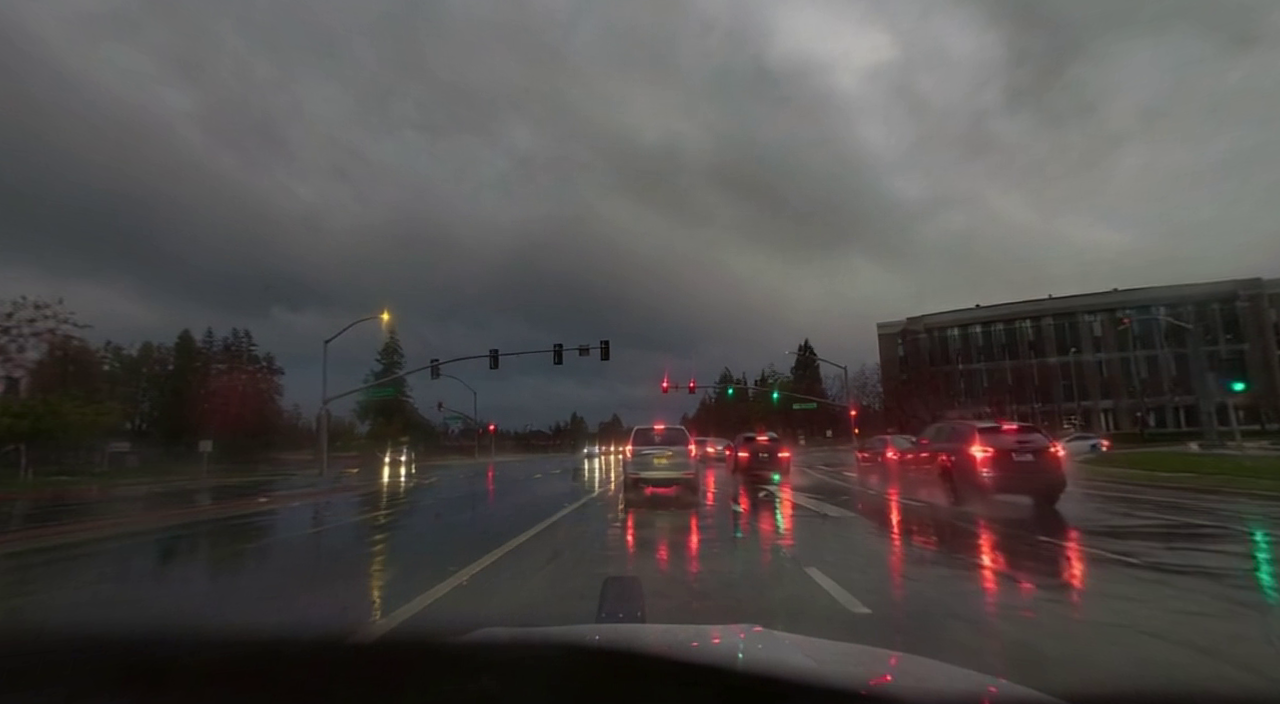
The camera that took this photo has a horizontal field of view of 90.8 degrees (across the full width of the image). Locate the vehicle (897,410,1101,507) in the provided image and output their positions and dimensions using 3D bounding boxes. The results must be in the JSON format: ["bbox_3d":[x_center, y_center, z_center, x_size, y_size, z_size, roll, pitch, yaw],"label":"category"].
[{"bbox_3d":[7.643,2.333,14.109,2.074,1.791,4.393,-1,-9,2],"label":"vehicle"}]

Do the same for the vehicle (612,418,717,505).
[{"bbox_3d":[0.621,2.630,15.464,2.211,1.795,4.179,-1,-9,3],"label":"vehicle"}]

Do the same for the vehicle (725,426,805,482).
[{"bbox_3d":[4.343,3.644,22.711,2.188,1.774,4.646,-1,-9,4],"label":"vehicle"}]

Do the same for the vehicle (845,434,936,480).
[{"bbox_3d":[8.821,3.724,22.674,1.862,1.471,4.297,-1,-9,5],"label":"vehicle"}]
